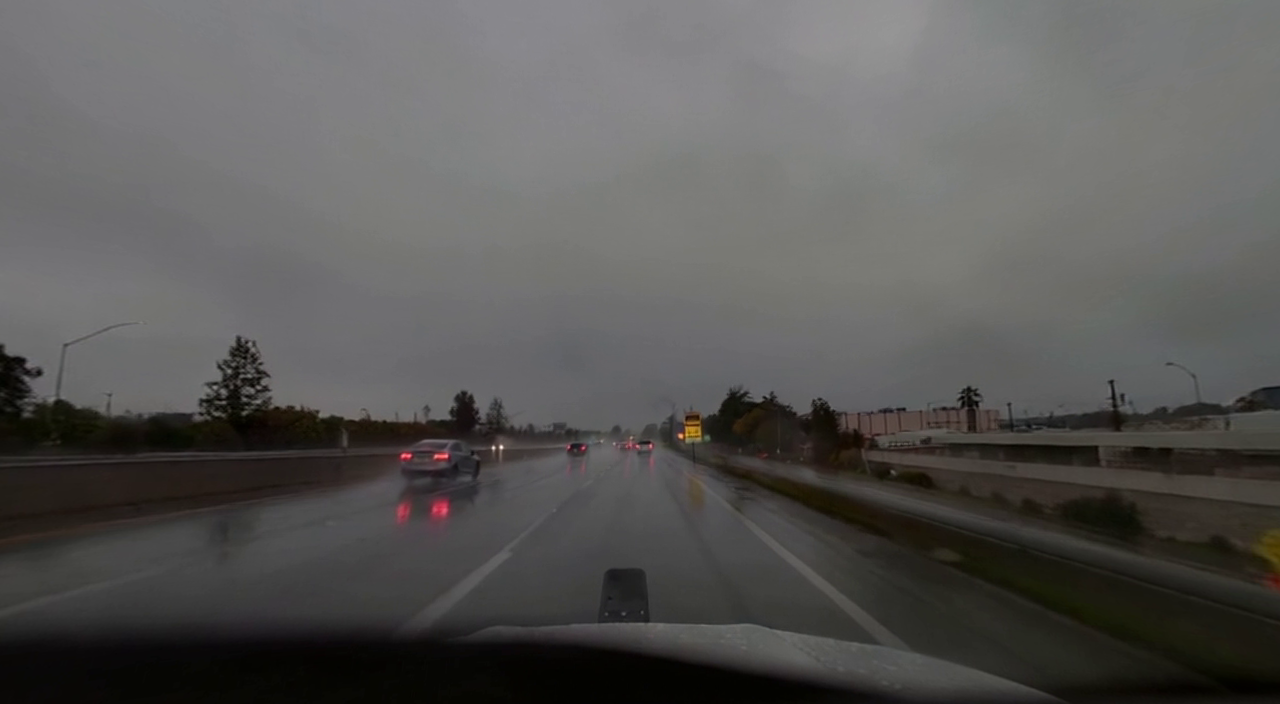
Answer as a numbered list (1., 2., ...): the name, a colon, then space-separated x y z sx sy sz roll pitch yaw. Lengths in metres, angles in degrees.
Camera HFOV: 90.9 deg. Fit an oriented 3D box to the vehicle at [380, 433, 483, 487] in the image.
1. vehicle: -7.209 3.767 22.385 2.088 1.678 4.426 -1 -8 1
